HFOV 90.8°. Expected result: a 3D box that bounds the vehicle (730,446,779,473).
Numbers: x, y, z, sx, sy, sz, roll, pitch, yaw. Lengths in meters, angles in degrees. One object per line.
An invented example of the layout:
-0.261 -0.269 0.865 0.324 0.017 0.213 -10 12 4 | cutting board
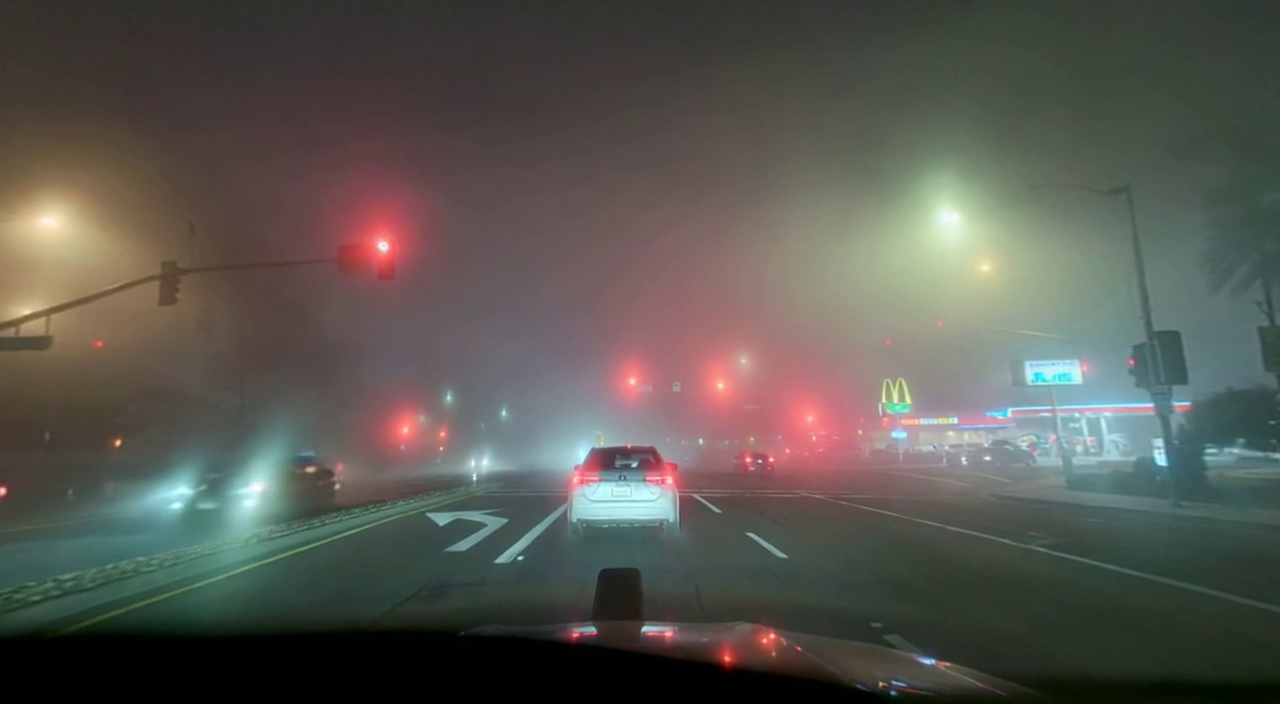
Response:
6.757 6.371 37.714 2.017 1.491 4.420 0 -8 -1 | vehicle

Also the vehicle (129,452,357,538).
-8.173 2.937 13.702 1.904 1.450 4.689 0 -8 0 | vehicle

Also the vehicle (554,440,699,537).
-0.257 2.477 12.217 2.270 1.475 4.571 0 -8 -1 | vehicle
